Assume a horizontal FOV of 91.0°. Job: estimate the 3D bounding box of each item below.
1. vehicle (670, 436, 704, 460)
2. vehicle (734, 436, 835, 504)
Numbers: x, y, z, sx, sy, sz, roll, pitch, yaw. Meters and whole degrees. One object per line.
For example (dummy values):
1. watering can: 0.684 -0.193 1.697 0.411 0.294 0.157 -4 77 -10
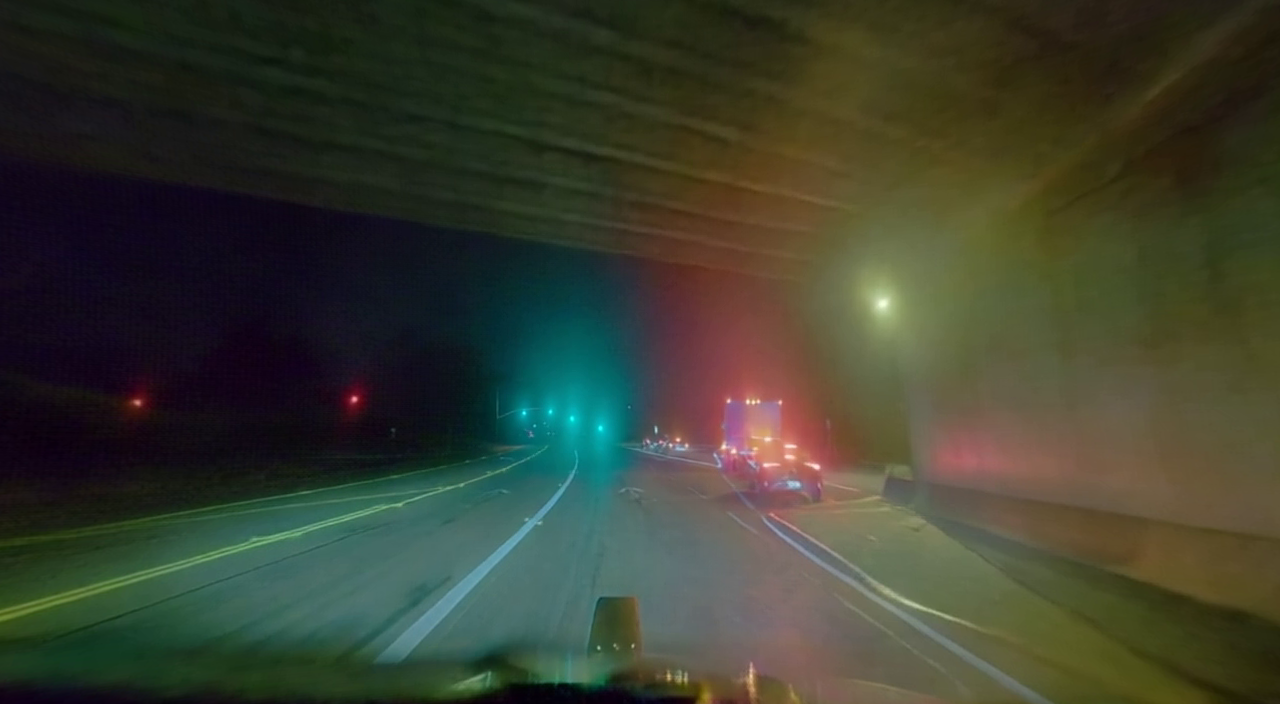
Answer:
1. vehicle: 3.610 7.396 48.772 1.917 1.748 4.003 0 -8 -6
2. vehicle: 3.492 2.900 15.948 1.947 1.475 3.962 -1 -8 6
